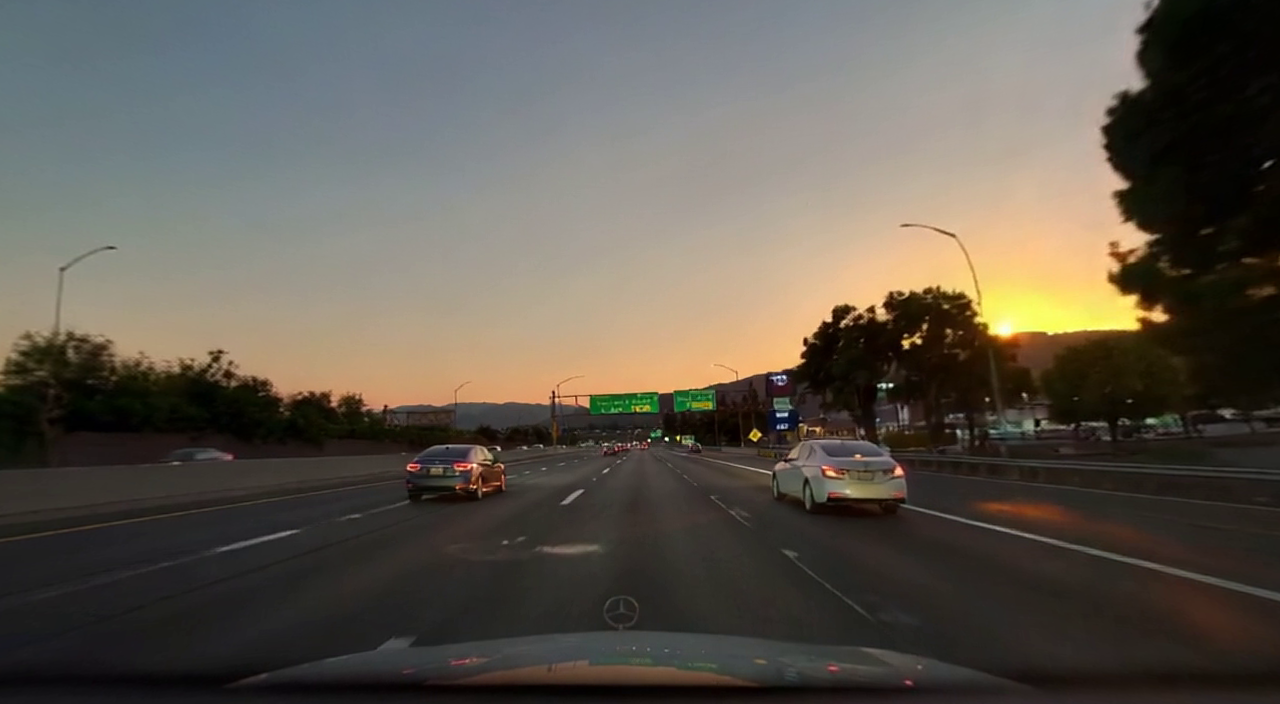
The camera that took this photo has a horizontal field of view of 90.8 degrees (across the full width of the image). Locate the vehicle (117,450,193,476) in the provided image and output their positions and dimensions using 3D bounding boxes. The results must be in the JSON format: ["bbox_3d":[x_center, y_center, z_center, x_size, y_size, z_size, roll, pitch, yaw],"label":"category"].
[{"bbox_3d":[-26.898,6.127,35.114,1.574,1.304,3.400,0,-8,-2],"label":"vehicle"}]

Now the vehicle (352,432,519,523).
[{"bbox_3d":[-3.878,2.436,12.875,1.939,1.508,4.272,0,-8,1],"label":"vehicle"}]

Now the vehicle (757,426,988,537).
[{"bbox_3d":[3.657,2.142,11.189,2.164,1.507,4.914,0,-8,-1],"label":"vehicle"}]
